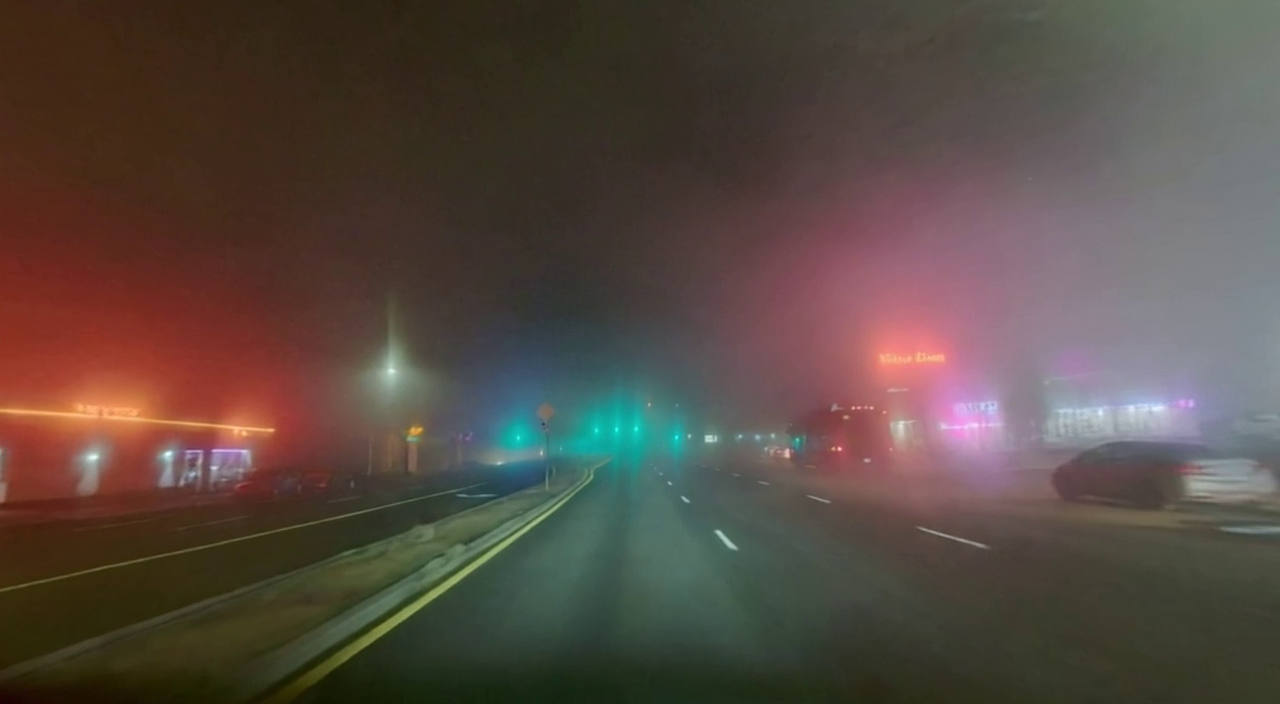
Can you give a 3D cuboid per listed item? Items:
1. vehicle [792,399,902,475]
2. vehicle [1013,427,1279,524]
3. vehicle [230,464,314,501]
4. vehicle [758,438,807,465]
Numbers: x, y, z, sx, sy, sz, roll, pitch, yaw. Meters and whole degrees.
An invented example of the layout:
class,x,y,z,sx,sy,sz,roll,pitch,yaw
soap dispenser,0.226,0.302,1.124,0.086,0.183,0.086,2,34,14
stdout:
class,x,y,z,sx,sy,sz,roll,pitch,yaw
vehicle,9.787,4.210,30.901,2.923,3.249,6.993,0,-9,0
vehicle,10.024,2.305,12.465,2.023,1.494,5.029,0,-9,-3
vehicle,-19.552,6.926,33.810,1.984,1.578,4.507,-3,-8,-2
vehicle,9.727,6.859,43.648,2.147,1.781,5.063,0,-9,-1
